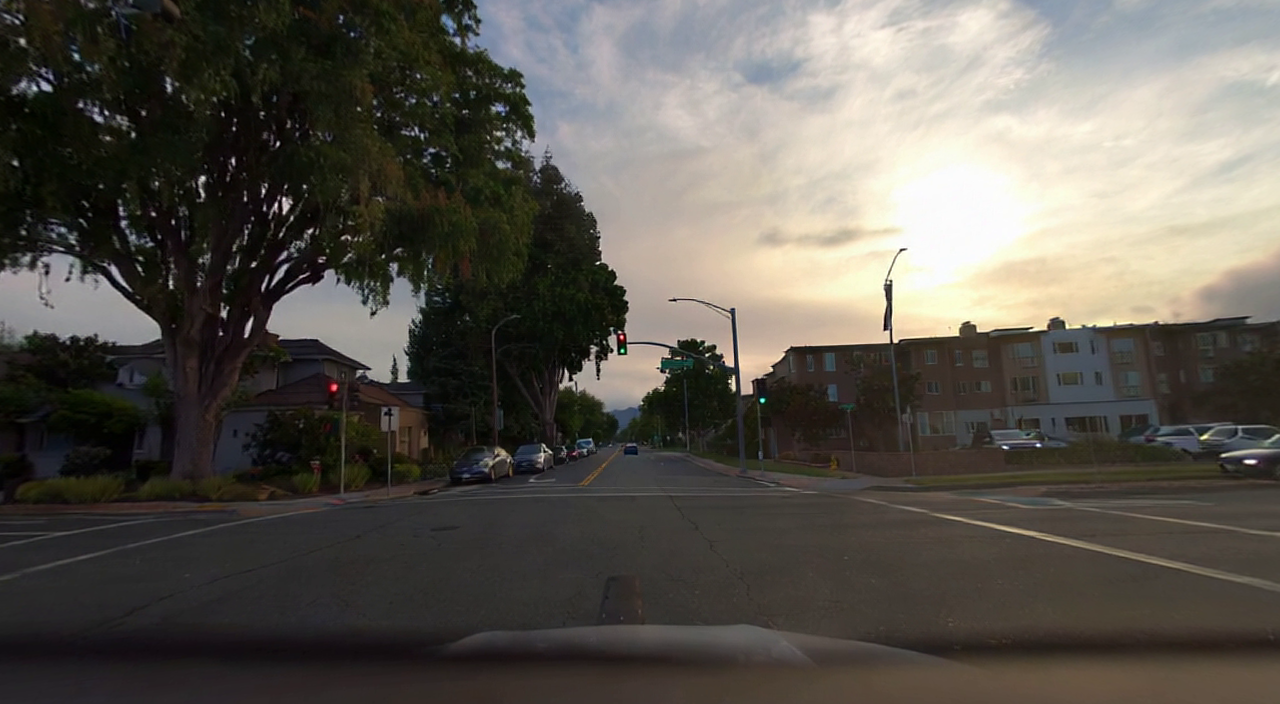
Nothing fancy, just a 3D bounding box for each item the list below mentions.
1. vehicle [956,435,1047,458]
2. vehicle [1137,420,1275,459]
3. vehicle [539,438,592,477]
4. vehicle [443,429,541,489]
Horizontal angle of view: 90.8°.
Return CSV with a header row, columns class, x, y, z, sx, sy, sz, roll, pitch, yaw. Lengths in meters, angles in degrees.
class,x,y,z,sx,sy,sz,roll,pitch,yaw
vehicle,25.007,6.552,43.840,5.172,1.515,1.851,0,-9,-2
vehicle,33.274,5.162,37.245,5.969,2.149,2.331,0,-9,-3
vehicle,-3.648,5.286,31.920,2.120,1.783,4.788,0,-9,0
vehicle,-6.500,4.836,28.973,2.896,2.339,7.322,0,-9,-1
